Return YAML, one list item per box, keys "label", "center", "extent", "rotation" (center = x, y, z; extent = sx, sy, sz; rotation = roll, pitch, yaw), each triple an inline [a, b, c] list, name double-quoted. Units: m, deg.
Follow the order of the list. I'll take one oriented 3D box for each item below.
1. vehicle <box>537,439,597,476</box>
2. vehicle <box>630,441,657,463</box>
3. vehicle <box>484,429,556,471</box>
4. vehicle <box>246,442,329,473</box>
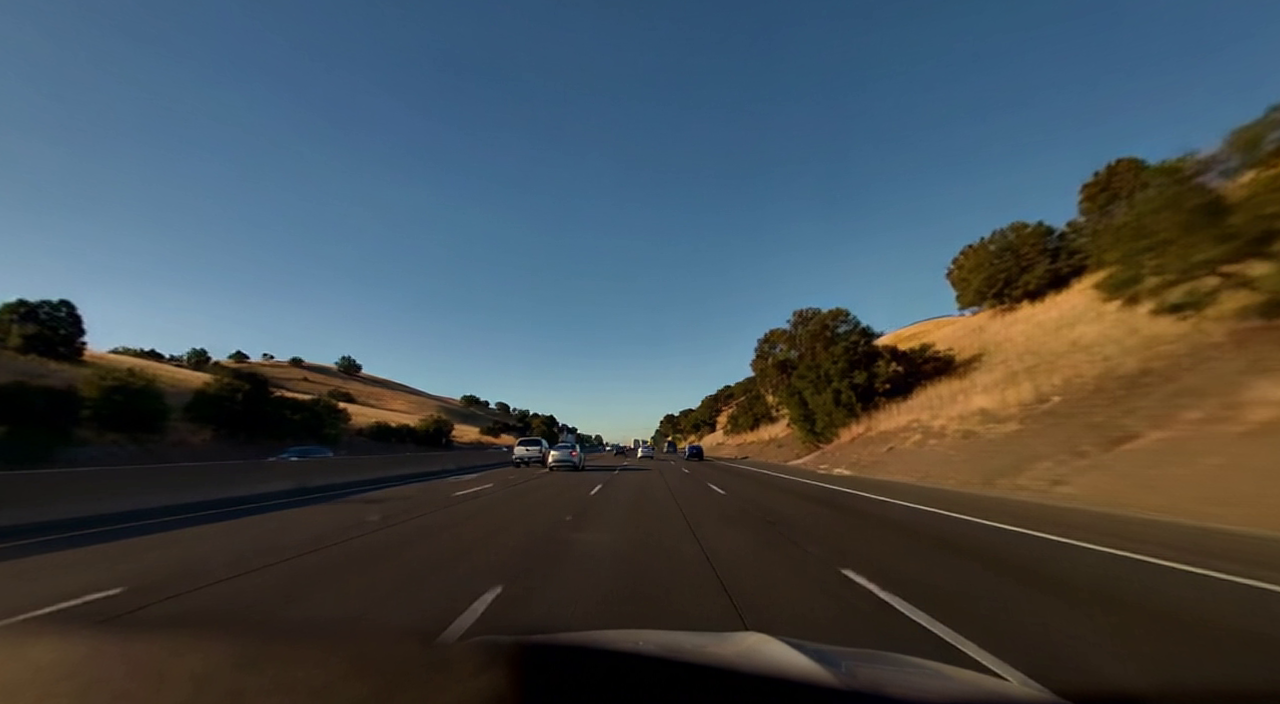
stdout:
- label: "vehicle"
  center: [-3.172, 4.722, 28.514]
  extent: [2.091, 1.552, 4.516]
  rotation: [0, -8, 1]
- label: "vehicle"
  center: [0.282, 7.627, 48.299]
  extent: [2.031, 1.566, 3.904]
  rotation: [0, -8, 0]
- label: "vehicle"
  center: [-6.417, 5.346, 34.619]
  extent: [2.589, 2.063, 6.206]
  rotation: [0, -8, 1]
- label: "vehicle"
  center: [-20.691, 6.180, 37.262]
  extent: [1.933, 1.660, 4.943]
  rotation: [0, -8, 2]
